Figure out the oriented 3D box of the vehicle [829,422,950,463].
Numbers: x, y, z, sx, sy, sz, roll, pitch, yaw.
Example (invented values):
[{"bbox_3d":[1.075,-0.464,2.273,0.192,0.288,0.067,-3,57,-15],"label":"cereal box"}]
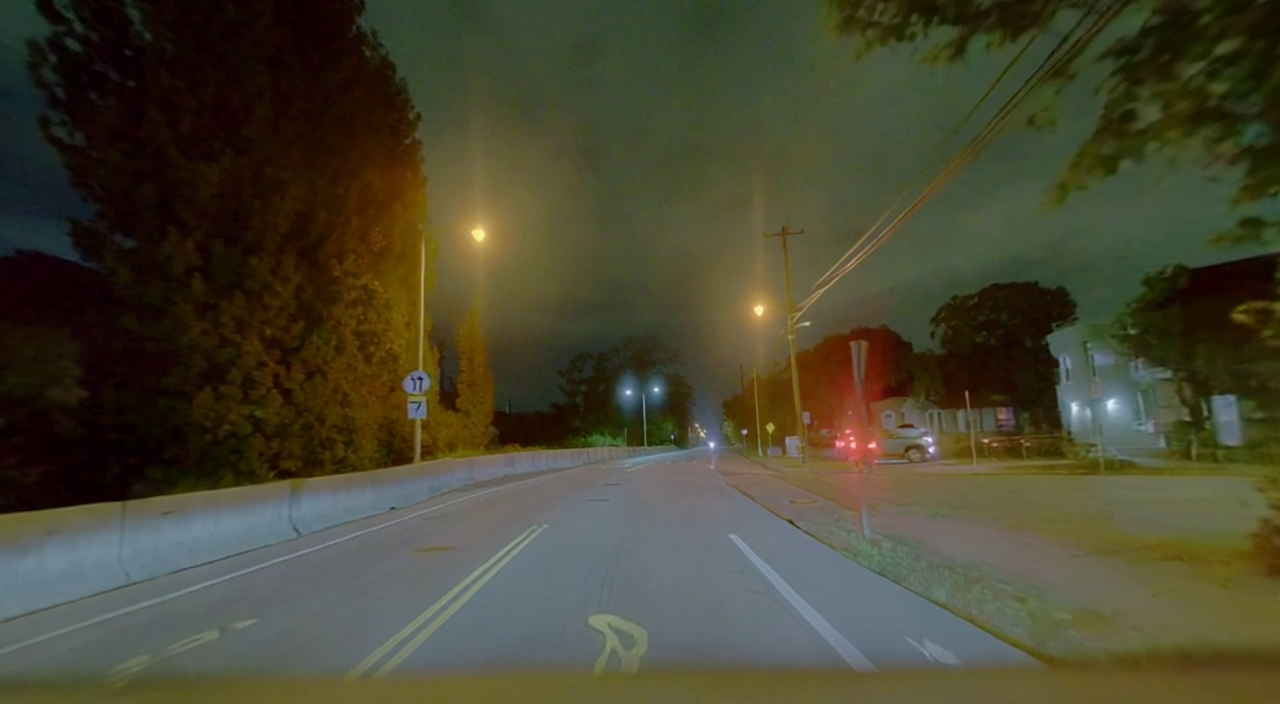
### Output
[{"bbox_3d":[11.002,4.042,28.119,4.614,1.764,1.860,-1,-8,6],"label":"vehicle"}]
